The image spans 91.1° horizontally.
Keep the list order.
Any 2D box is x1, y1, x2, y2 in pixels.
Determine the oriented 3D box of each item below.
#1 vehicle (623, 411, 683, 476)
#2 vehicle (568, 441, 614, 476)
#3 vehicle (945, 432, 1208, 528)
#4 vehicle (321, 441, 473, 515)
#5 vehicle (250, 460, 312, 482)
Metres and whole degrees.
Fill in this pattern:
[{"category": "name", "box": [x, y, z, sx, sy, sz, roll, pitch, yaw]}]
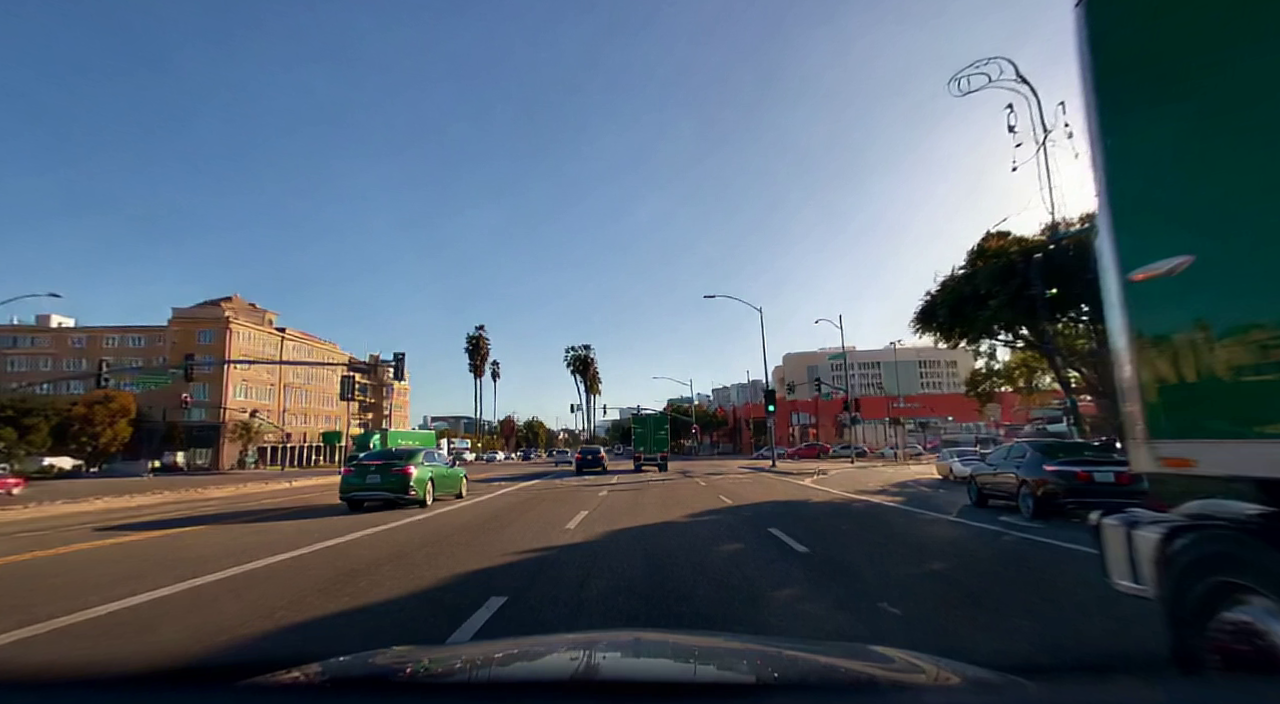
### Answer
[{"category": "vehicle", "box": [0.716, 5.056, 34.713, 2.993, 3.235, 6.692, 0, -9, 1]}, {"category": "vehicle", "box": [-2.692, 6.011, 35.703, 2.178, 1.826, 4.933, 0, -9, 1]}, {"category": "vehicle", "box": [7.989, 2.358, 12.201, 1.961, 1.502, 4.541, 0, -9, 2]}, {"category": "vehicle", "box": [-6.042, 3.159, 16.362, 2.045, 1.630, 4.680, 0, -9, 1]}, {"category": "vehicle", "box": [-27.607, 9.178, 48.441, 1.969, 1.487, 4.512, 0, -9, 2]}]
